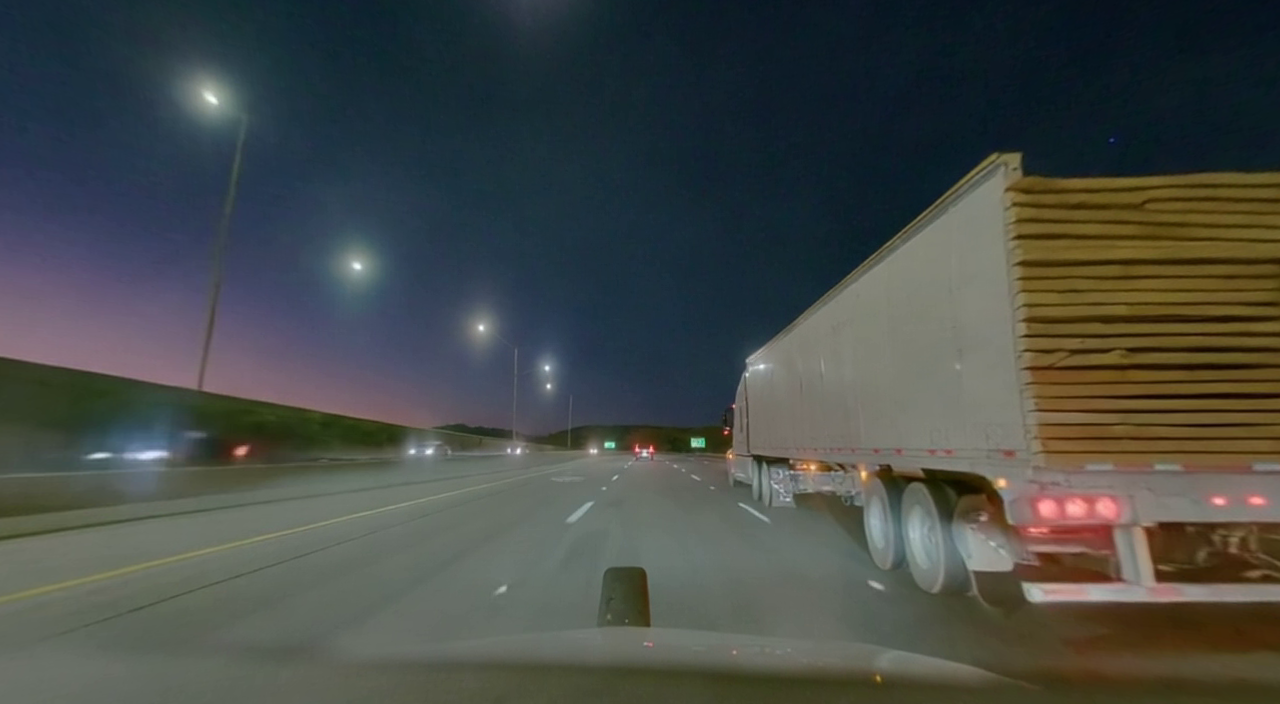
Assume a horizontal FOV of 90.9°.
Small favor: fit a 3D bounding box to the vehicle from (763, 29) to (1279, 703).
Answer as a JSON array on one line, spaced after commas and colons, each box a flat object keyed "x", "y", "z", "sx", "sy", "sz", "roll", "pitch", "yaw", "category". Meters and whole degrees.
[{"x": 4.170, "y": 1.029, "z": 7.527, "sx": 3.326, "sy": 3.089, "sz": 10.642, "roll": 0, "pitch": -9, "yaw": 0, "category": "vehicle"}]
